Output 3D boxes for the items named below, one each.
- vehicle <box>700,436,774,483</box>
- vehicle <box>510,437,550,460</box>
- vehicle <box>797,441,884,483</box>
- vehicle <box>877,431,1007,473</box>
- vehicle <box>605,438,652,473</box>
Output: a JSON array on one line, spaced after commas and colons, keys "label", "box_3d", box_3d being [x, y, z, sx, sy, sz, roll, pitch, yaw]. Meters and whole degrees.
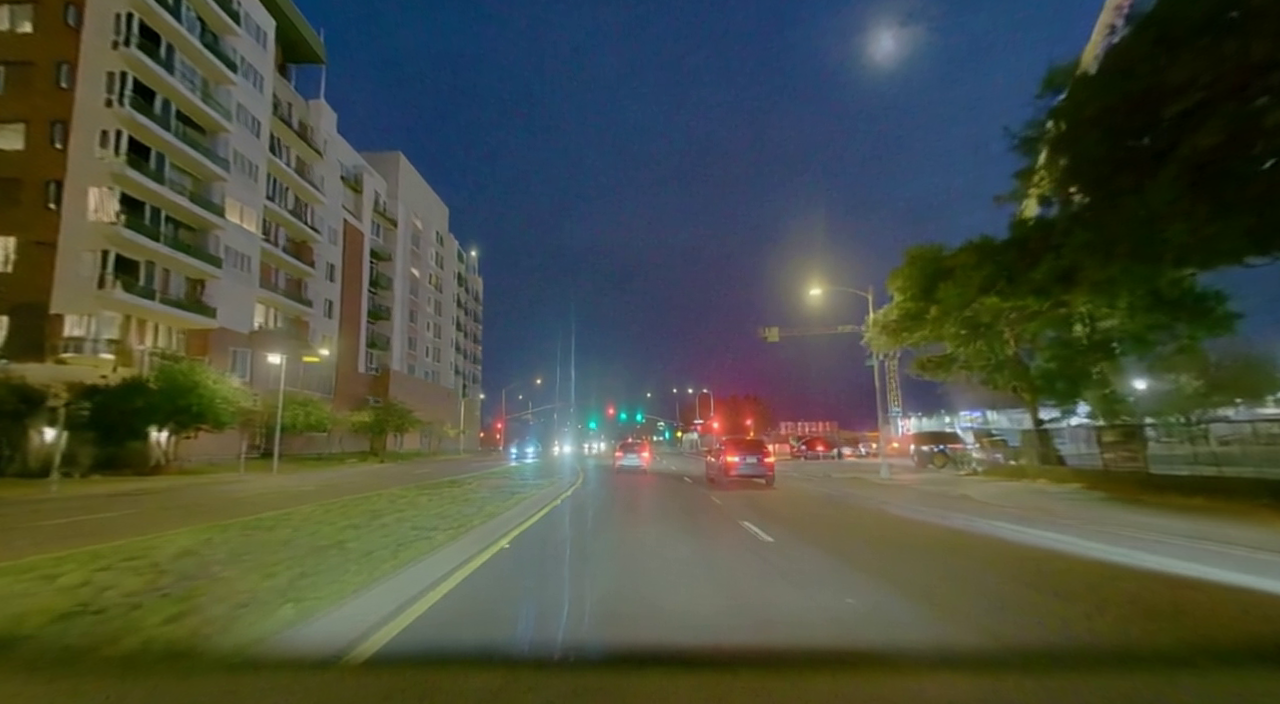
[{"label": "vehicle", "box_3d": [3.312, 3.735, 22.282, 1.910, 1.474, 4.003, 0, -8, -1]}, {"label": "vehicle", "box_3d": [-8.140, 7.172, 47.155, 2.072, 1.623, 4.564, 0, -8, 1]}, {"label": "vehicle", "box_3d": [7.568, 4.154, 24.362, 1.883, 1.452, 4.598, 0, -8, 0]}, {"label": "vehicle", "box_3d": [13.045, 4.337, 27.547, 4.622, 1.761, 1.986, 0, -8, 0]}, {"label": "vehicle", "box_3d": [-0.492, 4.641, 28.629, 2.006, 1.487, 3.535, 0, -8, 0]}]
